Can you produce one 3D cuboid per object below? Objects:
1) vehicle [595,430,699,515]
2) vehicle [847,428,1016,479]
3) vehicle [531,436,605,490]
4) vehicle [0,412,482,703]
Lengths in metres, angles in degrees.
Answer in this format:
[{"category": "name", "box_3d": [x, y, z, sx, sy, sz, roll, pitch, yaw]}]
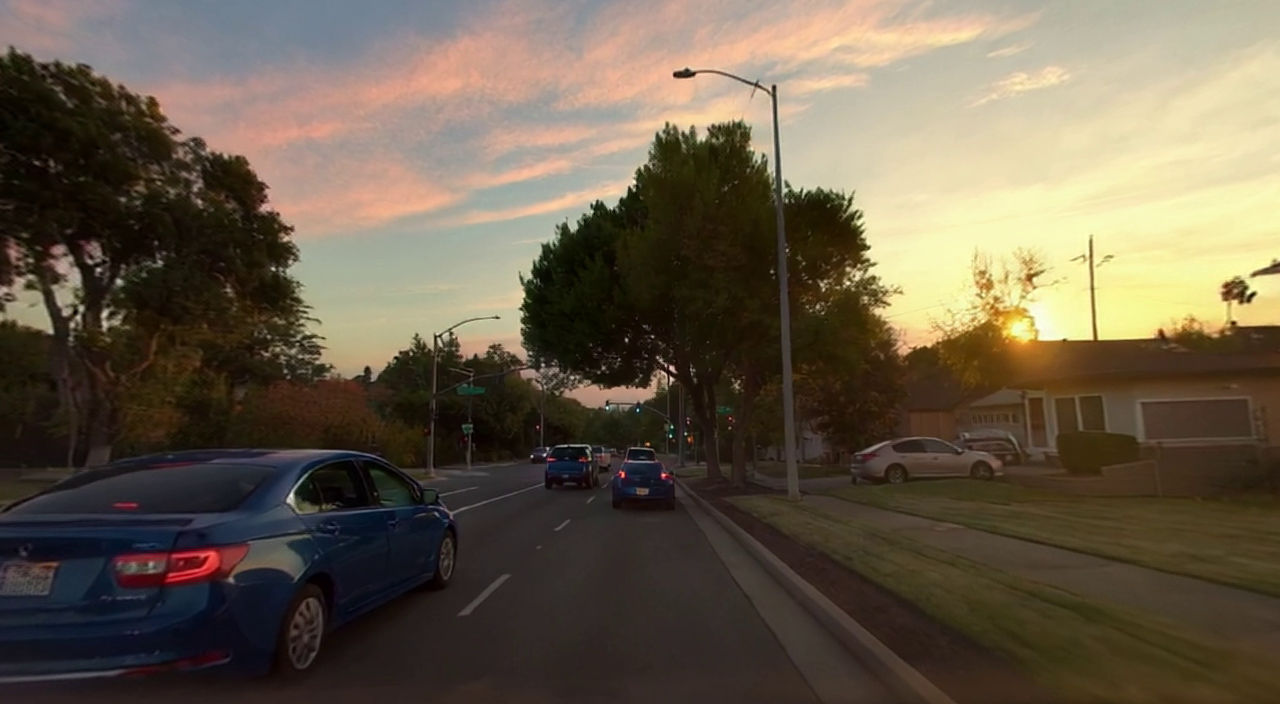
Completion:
[{"category": "vehicle", "box_3d": [0.143, 2.779, 14.950, 2.120, 1.718, 3.909, 0, -9, 0]}, {"category": "vehicle", "box_3d": [9.228, 3.249, 20.256, 4.456, 1.504, 1.914, 0, -9, 0]}, {"category": "vehicle", "box_3d": [-2.469, 3.958, 22.682, 2.000, 1.737, 4.133, -1, -9, 2]}, {"category": "vehicle", "box_3d": [-2.841, 1.334, 4.749, 1.968, 1.472, 4.685, -1, -9, 2]}]
